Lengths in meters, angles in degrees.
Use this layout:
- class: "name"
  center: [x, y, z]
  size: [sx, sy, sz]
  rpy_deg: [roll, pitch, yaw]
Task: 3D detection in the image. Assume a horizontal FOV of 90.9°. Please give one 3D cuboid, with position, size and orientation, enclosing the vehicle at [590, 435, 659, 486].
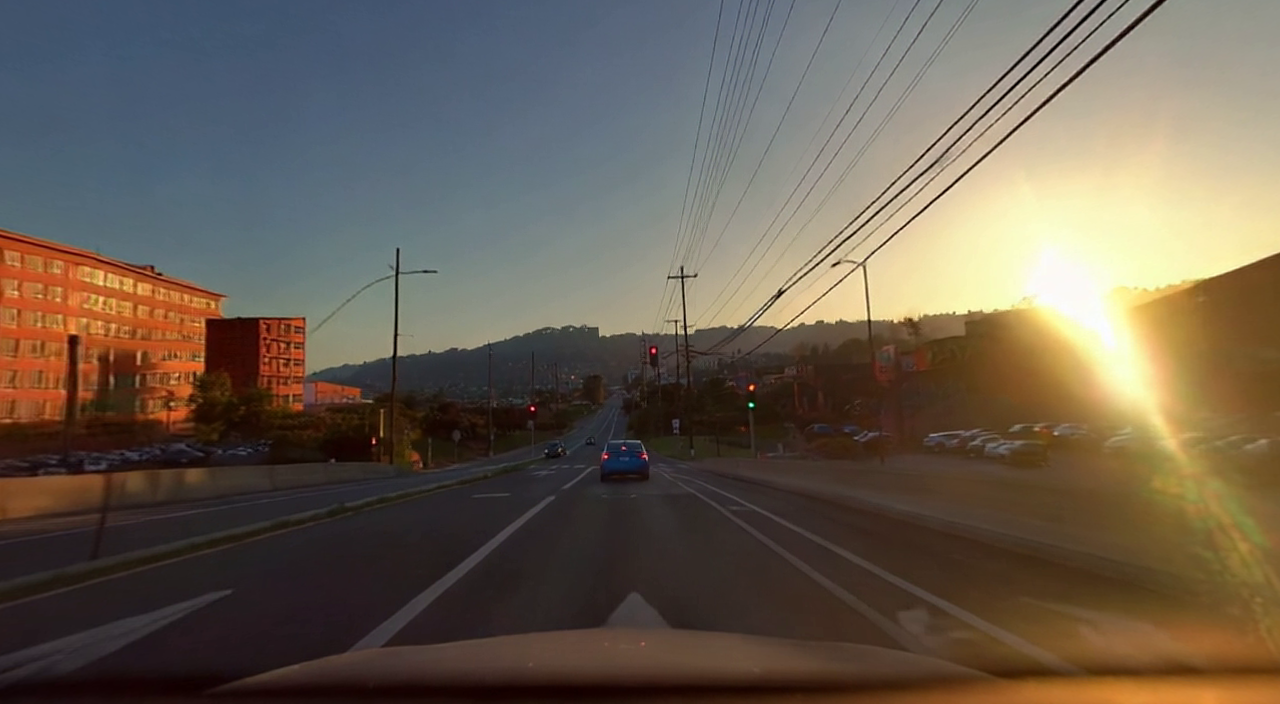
- class: "vehicle"
  center: [-0.519, 3.614, 21.400]
  size: [2.123, 1.566, 3.662]
  rpy_deg: [0, -8, -1]
